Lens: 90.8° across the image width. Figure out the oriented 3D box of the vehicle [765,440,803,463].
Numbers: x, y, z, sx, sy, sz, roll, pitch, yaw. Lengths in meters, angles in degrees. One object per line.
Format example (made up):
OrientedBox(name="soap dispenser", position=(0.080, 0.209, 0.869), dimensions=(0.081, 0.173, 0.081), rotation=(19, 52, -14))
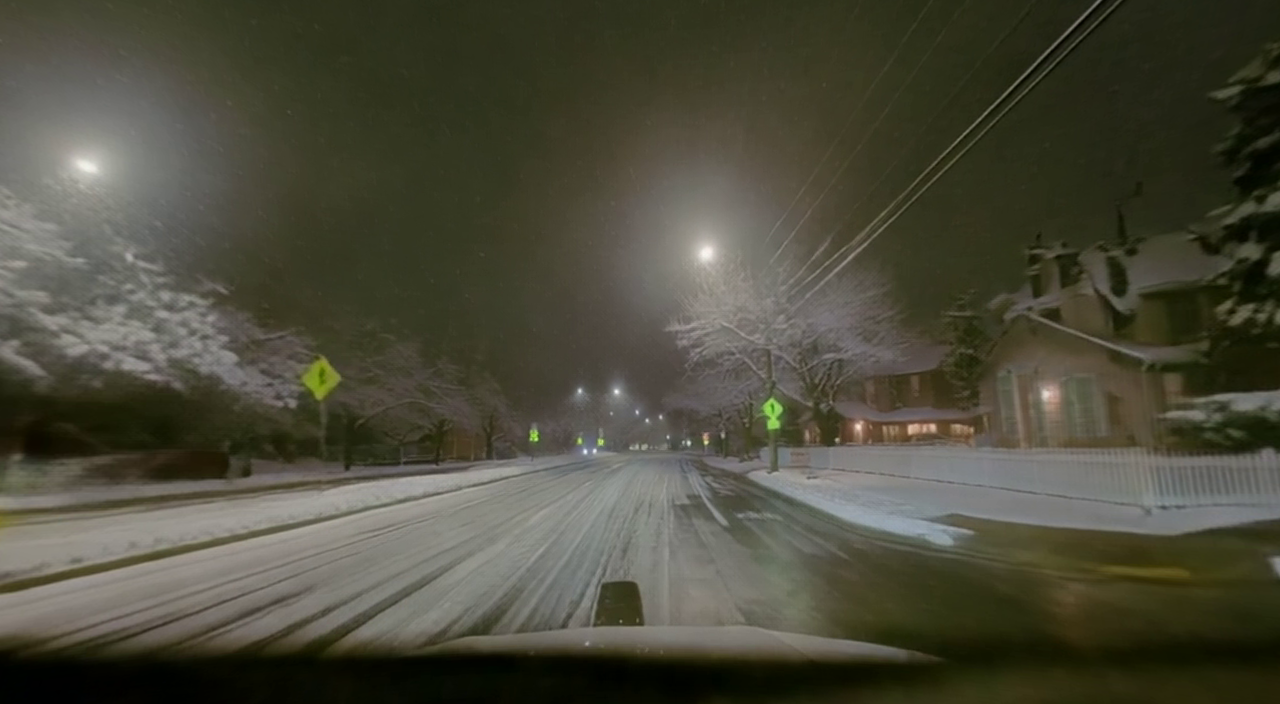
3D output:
OrientedBox(name="vehicle", position=(11.214, 7.775, 49.563), dimensions=(1.938, 1.695, 4.296), rotation=(0, -9, 0))
